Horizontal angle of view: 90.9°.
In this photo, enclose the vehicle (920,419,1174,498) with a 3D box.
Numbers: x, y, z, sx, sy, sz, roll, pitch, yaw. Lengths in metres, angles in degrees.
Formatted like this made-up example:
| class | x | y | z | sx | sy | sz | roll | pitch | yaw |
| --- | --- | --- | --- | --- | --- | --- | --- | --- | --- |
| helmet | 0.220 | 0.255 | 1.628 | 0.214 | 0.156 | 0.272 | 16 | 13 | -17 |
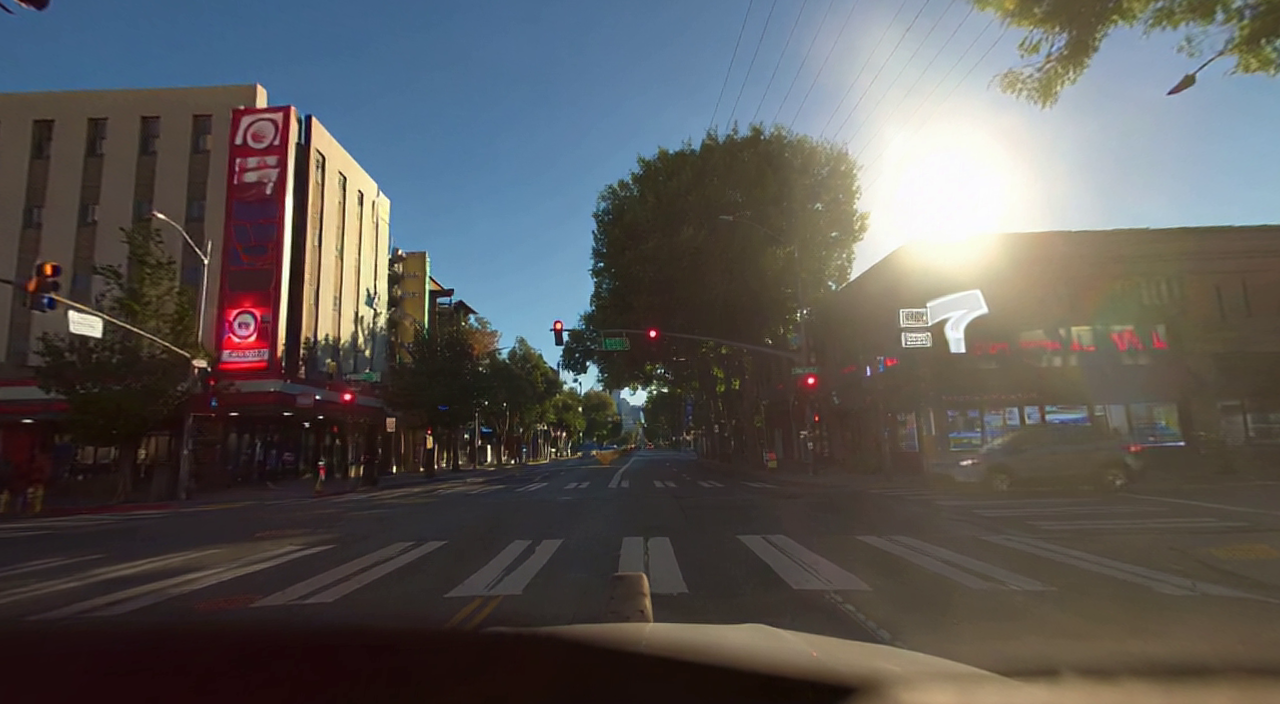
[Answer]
| class | x | y | z | sx | sy | sz | roll | pitch | yaw |
| --- | --- | --- | --- | --- | --- | --- | --- | --- | --- |
| vehicle | 9.813 | 2.601 | 15.543 | 4.836 | 1.795 | 1.957 | 0 | -8 | 0 |
